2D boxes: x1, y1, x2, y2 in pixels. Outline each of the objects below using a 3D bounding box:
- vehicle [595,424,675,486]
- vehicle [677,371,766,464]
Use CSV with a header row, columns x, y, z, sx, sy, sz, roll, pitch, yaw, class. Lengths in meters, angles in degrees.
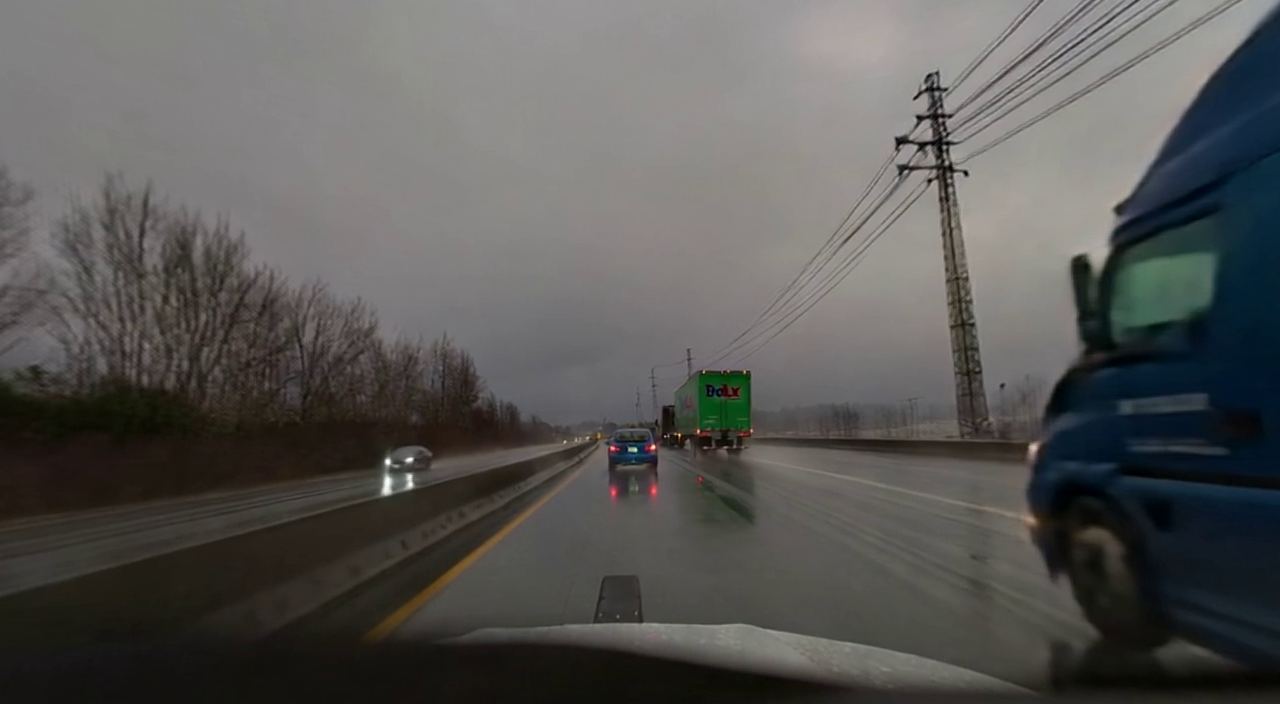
x,y,z,sx,sy,sz,roll,pitch,yaw,class
-0.201,2.938,18.324,2.062,1.581,3.914,0,-8,-2,vehicle
3.650,3.323,30.773,2.835,3.872,8.916,0,-8,-2,vehicle
